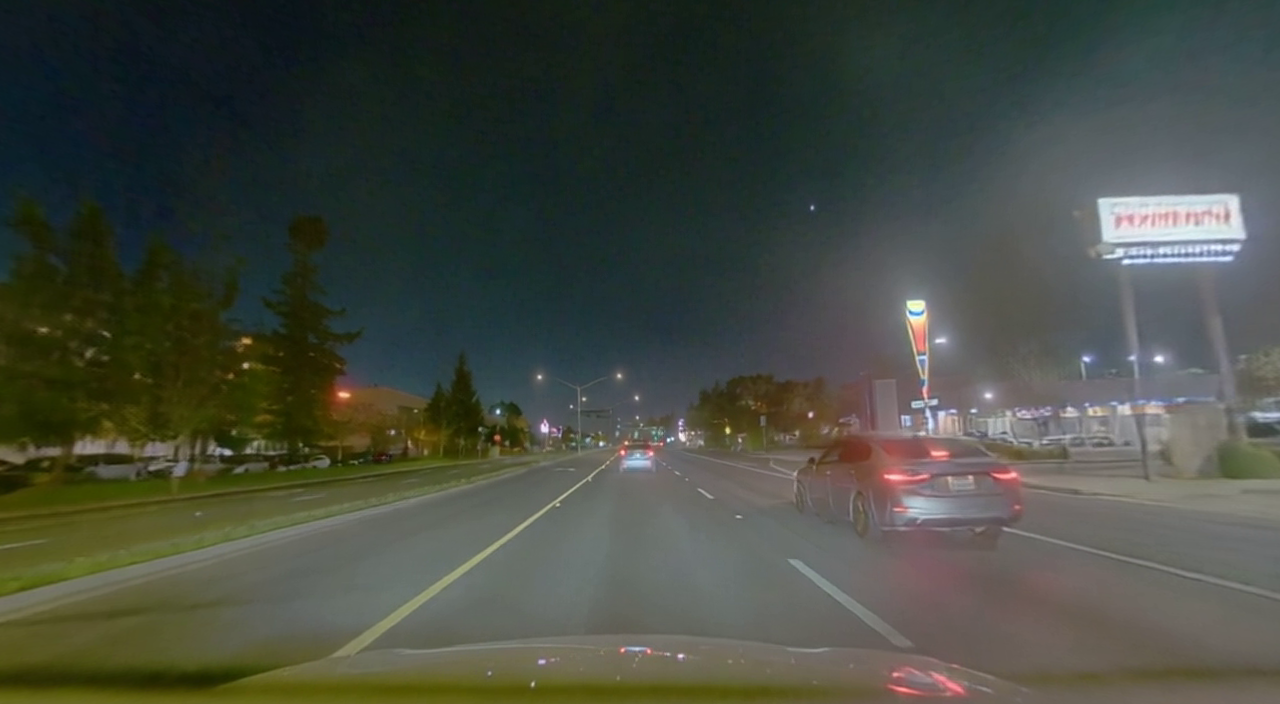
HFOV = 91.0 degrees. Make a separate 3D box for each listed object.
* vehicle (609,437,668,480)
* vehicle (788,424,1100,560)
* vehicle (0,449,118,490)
[{"bbox_3d":[-0.087,3.908,23.404,1.998,1.452,3.773,0,-8,-1],"label":"vehicle"},{"bbox_3d":[3.884,1.880,9.276,2.153,1.456,4.705,0,-8,-1],"label":"vehicle"},{"bbox_3d":[-27.394,5.393,29.086,4.698,1.780,2.032,0,-8,1],"label":"vehicle"}]
